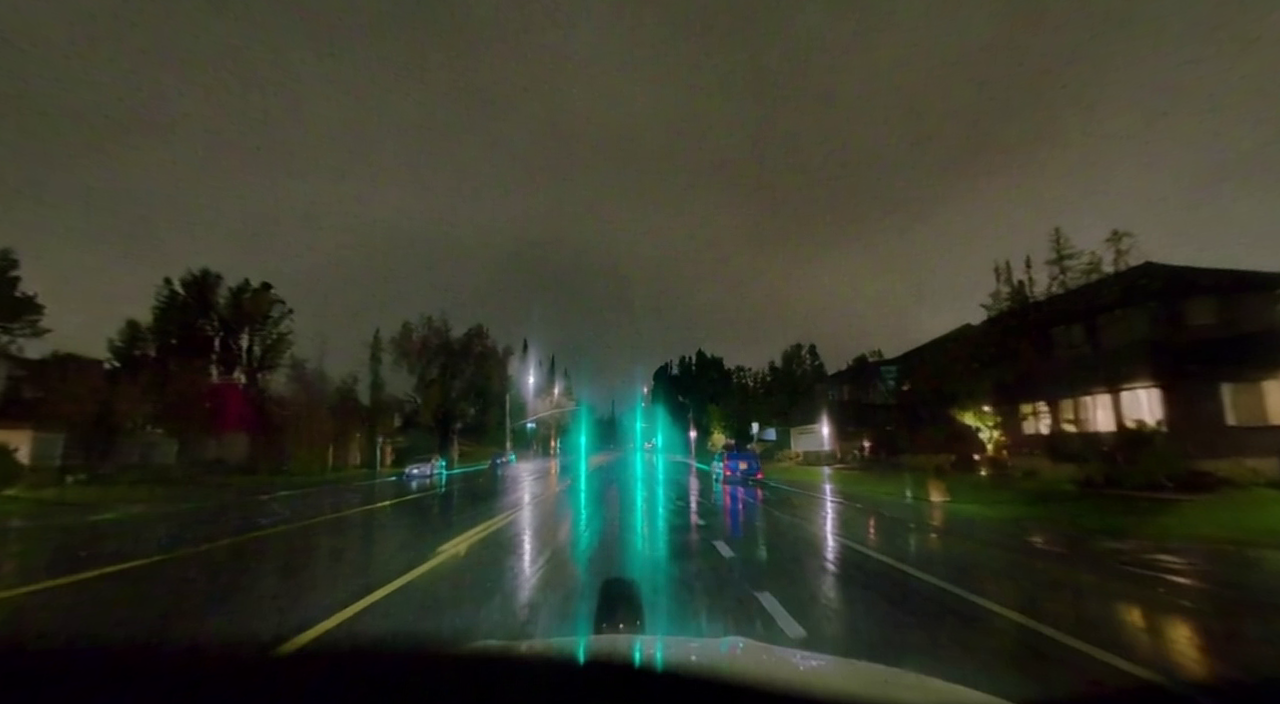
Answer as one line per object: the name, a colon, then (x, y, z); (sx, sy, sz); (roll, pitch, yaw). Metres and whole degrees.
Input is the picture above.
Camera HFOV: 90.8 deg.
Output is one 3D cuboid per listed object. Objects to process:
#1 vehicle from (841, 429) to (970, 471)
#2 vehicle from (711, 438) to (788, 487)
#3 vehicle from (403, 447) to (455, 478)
vehicle: (11.806, 4.374, 28.341); (4.860, 1.772, 2.007); (0, -8, -3)
vehicle: (4.047, 4.161, 24.212); (2.045, 1.677, 4.509); (0, -8, -1)
vehicle: (-13.537, 7.067, 40.815); (1.970, 1.677, 4.270); (-1, -7, 0)
